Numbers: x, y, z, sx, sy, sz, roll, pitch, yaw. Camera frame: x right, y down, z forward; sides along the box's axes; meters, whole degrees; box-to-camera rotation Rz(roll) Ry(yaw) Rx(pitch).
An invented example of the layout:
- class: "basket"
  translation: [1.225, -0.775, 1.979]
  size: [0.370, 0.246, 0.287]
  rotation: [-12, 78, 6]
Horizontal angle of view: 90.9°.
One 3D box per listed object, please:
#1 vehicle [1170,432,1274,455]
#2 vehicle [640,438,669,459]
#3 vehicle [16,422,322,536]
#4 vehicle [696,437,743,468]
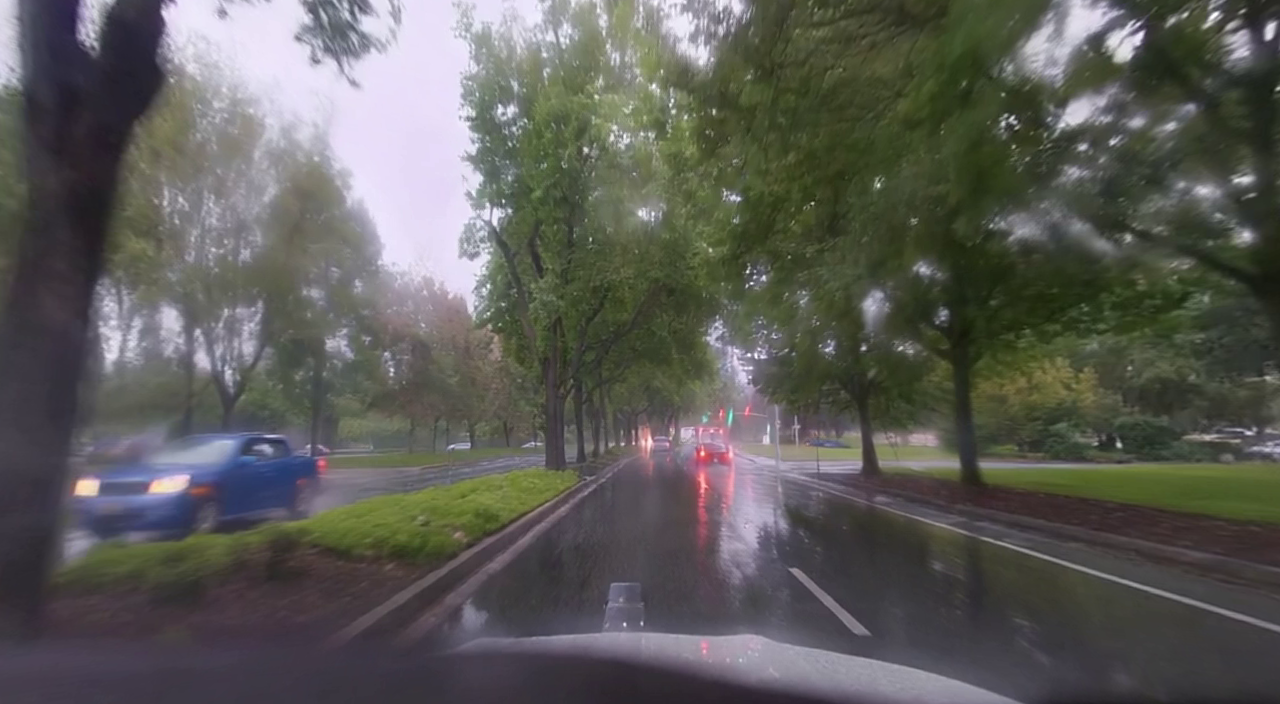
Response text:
- class: "vehicle"
  translation: [38.263, 6.016, 41.538]
  size: [4.656, 1.454, 2.190]
  rotation: [0, -8, 0]
- class: "vehicle"
  translation: [1.166, 7.283, 47.718]
  size: [2.066, 1.482, 4.273]
  rotation: [-1, -8, 3]
- class: "vehicle"
  translation: [-8.569, 2.334, 12.227]
  size: [2.361, 1.766, 4.491]
  rotation: [0, -8, 2]
- class: "vehicle"
  translation: [4.207, 5.385, 33.948]
  size: [1.989, 1.497, 4.436]
  rotation: [0, -8, 0]
